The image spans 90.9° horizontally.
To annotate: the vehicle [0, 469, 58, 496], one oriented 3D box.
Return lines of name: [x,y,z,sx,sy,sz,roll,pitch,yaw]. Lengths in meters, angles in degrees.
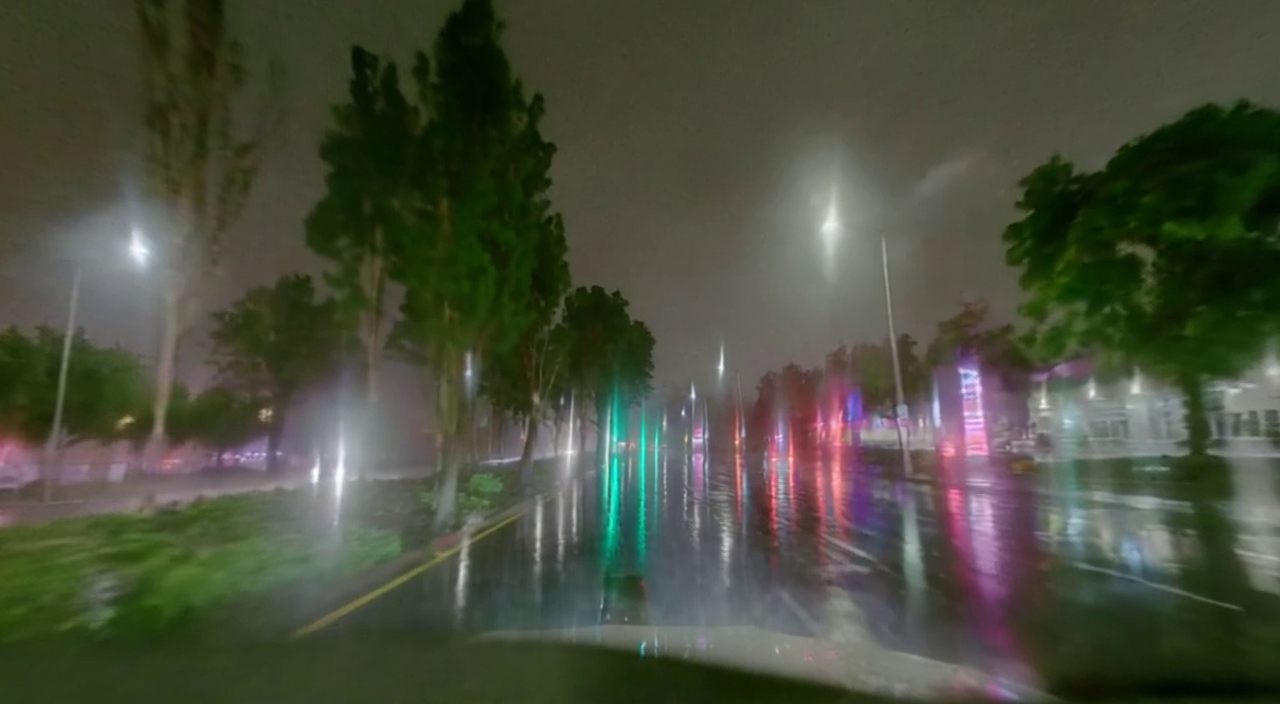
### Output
vehicle: [-37.579,7.772,37.556,1.736,1.393,4.317,0,-8,-2]

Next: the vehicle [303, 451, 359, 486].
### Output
vehicle: [-15.003,5.628,30.849,2.129,1.494,5.184,3,-9,-23]
